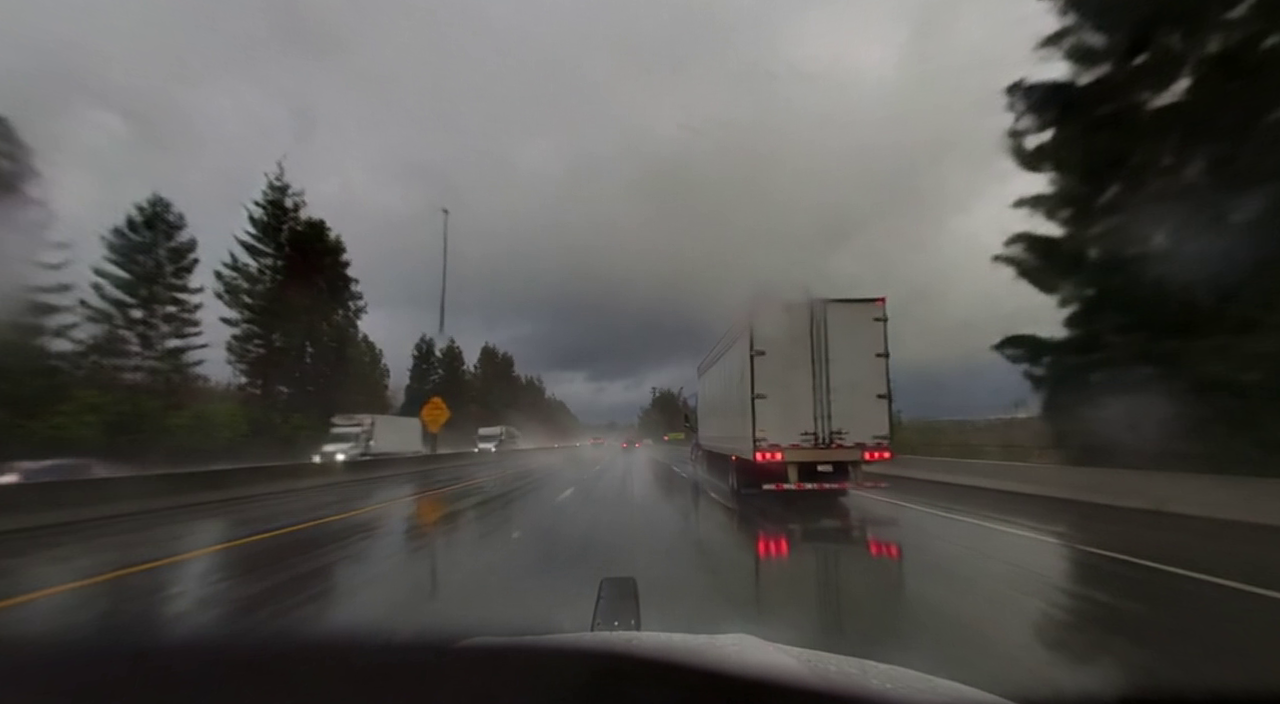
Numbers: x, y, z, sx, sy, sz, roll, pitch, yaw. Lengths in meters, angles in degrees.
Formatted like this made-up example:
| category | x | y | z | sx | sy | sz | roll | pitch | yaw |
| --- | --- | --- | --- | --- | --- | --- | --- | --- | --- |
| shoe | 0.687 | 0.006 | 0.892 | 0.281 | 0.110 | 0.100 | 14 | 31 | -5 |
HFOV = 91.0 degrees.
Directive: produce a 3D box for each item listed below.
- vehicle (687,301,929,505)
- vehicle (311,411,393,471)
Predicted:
| category | x | y | z | sx | sy | sz | roll | pitch | yaw |
| --- | --- | --- | --- | --- | --- | --- | --- | --- | --- |
| vehicle | 3.996 | 1.993 | 20.173 | 3.489 | 4.211 | 14.193 | 0 | -8 | -1 |
| vehicle | -19.982 | 6.223 | 44.113 | 2.912 | 3.859 | 6.032 | -1 | -8 | -1 |
